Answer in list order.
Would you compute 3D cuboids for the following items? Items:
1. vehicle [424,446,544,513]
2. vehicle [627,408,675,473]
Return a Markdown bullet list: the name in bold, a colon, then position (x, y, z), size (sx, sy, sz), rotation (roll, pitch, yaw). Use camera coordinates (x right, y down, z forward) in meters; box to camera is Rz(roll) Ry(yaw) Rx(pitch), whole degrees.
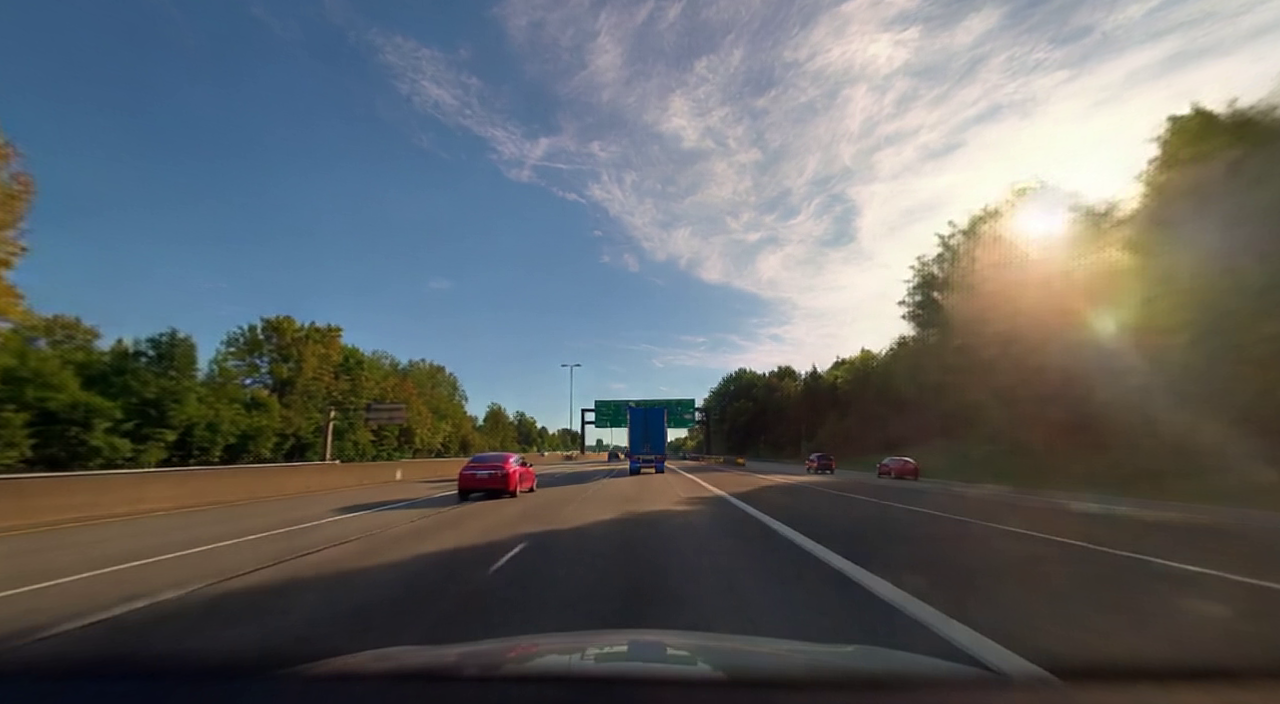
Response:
- **vehicle**: position (-3.820, 3.182, 16.319), size (1.931, 1.466, 4.458), rotation (0, -9, 1)
- **vehicle**: position (0.722, 6.313, 44.736), size (3.022, 4.072, 10.318), rotation (0, -9, 0)
